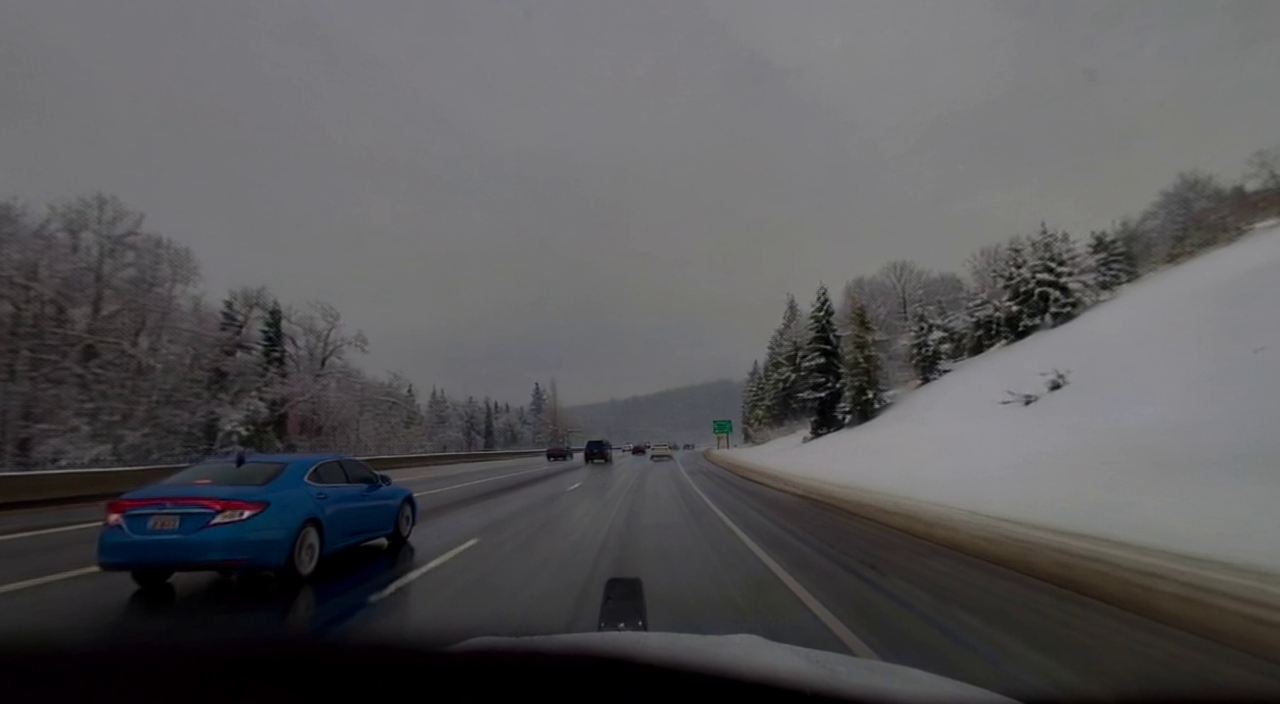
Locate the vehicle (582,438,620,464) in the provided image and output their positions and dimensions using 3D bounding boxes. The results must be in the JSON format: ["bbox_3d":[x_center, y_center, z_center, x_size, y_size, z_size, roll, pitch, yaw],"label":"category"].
[{"bbox_3d":[-2.612,6.776,43.307,2.071,1.716,4.363,0,-8,4],"label":"vehicle"}]

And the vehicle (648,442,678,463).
[{"bbox_3d":[1.691,7.233,45.620,2.113,1.464,4.073,0,-8,3],"label":"vehicle"}]
